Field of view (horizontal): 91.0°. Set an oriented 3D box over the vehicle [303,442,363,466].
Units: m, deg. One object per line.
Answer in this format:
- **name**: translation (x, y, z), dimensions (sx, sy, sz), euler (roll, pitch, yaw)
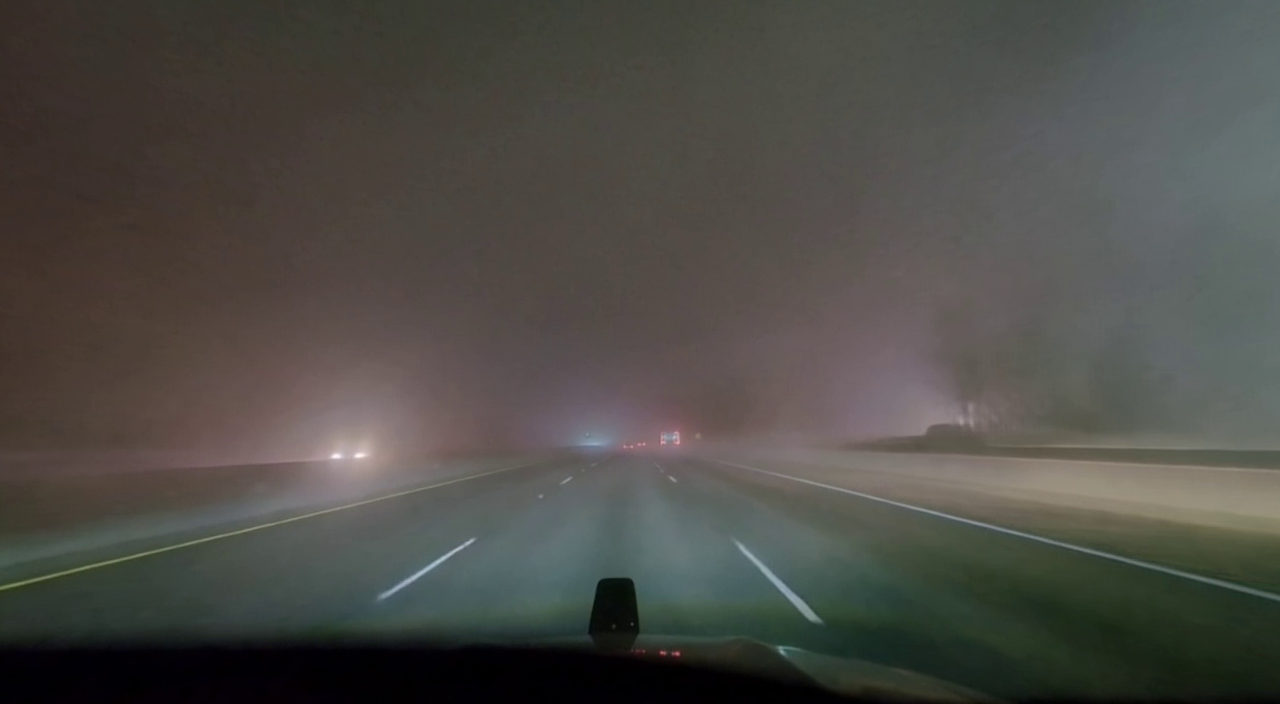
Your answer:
- **vehicle**: translation (-20.097, 6.639, 41.336), dimensions (1.879, 1.456, 4.091), euler (0, -8, 0)
